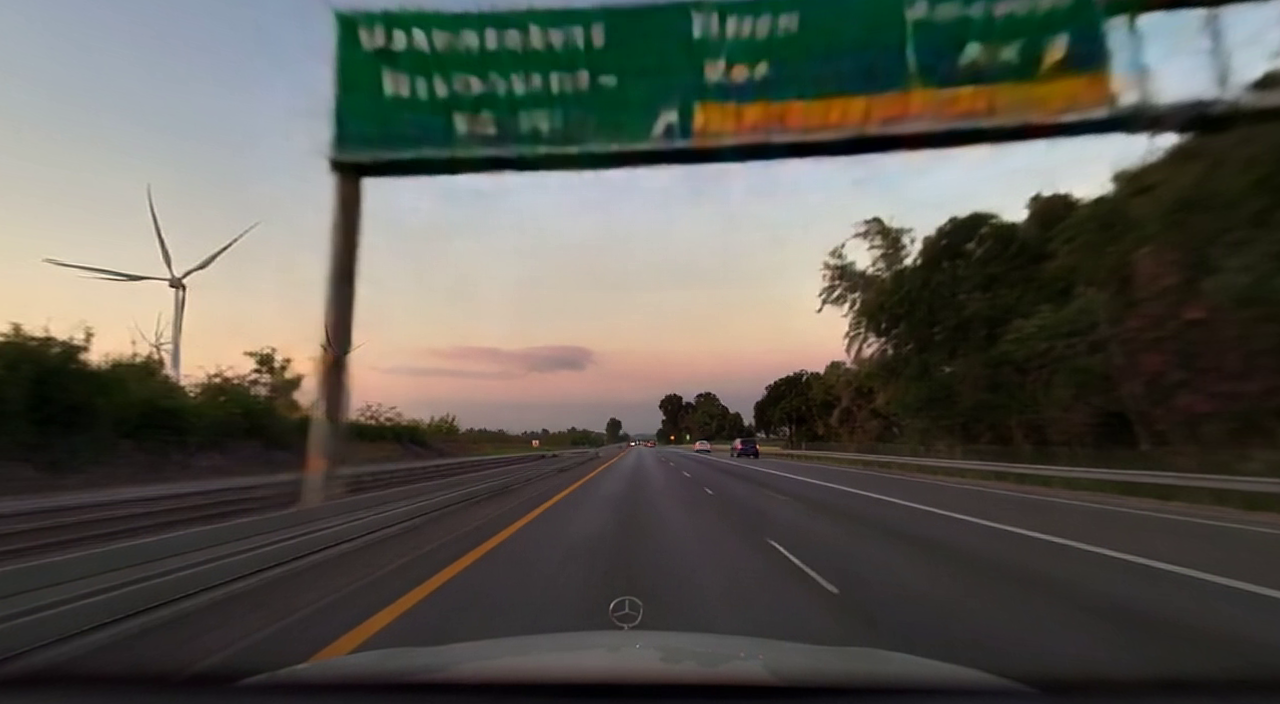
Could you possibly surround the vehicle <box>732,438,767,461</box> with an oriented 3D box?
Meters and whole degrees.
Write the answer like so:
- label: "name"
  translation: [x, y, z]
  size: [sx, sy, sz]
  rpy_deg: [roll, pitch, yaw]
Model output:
- label: "vehicle"
  translation: [8.493, 7.635, 49.349]
  size: [1.897, 1.669, 4.825]
  rpy_deg: [0, -9, 0]
